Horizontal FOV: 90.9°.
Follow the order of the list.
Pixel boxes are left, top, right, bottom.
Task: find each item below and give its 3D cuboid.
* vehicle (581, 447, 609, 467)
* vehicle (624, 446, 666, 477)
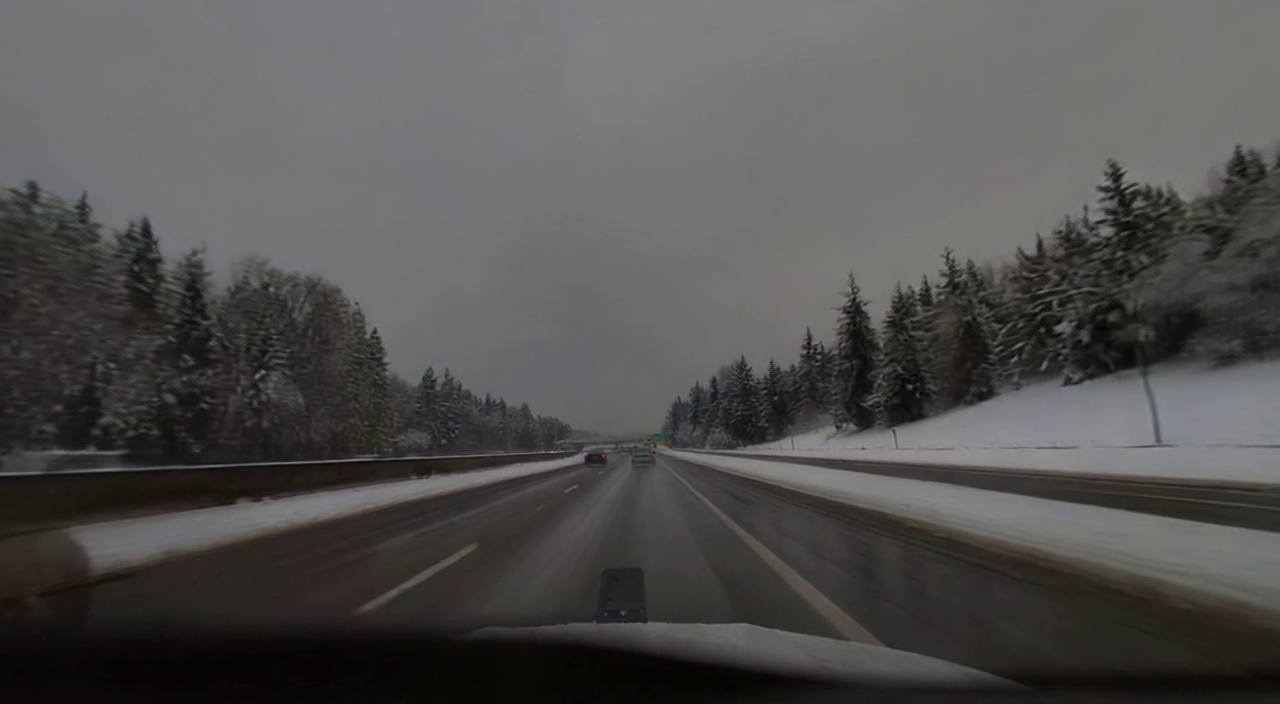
[{"bbox_3d":[-3.523,8.233,49.619,1.877,1.504,3.799,0,-9,1],"label":"vehicle"},{"bbox_3d":[0.237,5.517,32.043,2.002,1.449,3.612,0,-9,0],"label":"vehicle"}]
